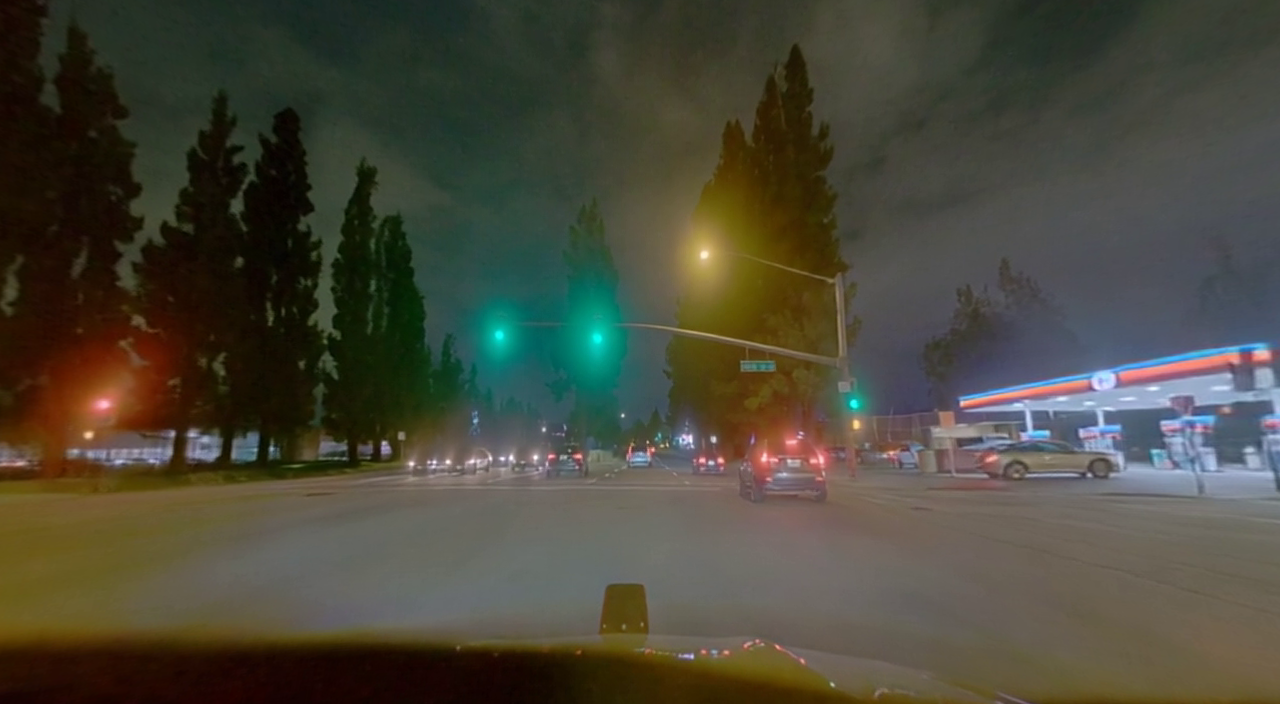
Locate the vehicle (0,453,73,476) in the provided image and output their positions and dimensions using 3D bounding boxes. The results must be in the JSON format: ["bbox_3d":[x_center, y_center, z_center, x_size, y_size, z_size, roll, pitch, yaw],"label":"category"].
[{"bbox_3d":[-45.898,8.453,47.461,2.061,1.595,4.565,0,-9,-1],"label":"vehicle"}]

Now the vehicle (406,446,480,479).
[{"bbox_3d":[-9.553,5.377,31.002,2.023,1.433,4.699,0,-8,1],"label":"vehicle"}]

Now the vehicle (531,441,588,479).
[{"bbox_3d":[-3.632,4.944,29.147,2.023,1.607,4.086,0,-8,0],"label":"vehicle"}]

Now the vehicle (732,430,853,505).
[{"bbox_3d":[3.763,2.931,16.424,2.022,1.683,4.171,0,-8,-1],"label":"vehicle"}]

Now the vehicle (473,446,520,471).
[{"bbox_3d":[-9.022,6.698,39.936,2.001,1.461,3.859,-1,-8,2],"label":"vehicle"}]

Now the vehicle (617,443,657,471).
[{"bbox_3d":[-0.156,5.937,35.804,2.104,1.477,4.591,0,-8,0],"label":"vehicle"}]

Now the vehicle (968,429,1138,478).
[{"bbox_3d":[17.875,4.420,27.535,5.585,1.866,2.607,-1,-9,-3],"label":"vehicle"}]

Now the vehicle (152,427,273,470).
[{"bbox_3d":[-33.717,7.627,49.924,7.339,3.284,2.857,0,-9,-1],"label":"vehicle"}]

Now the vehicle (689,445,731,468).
[{"bbox_3d":[4.630,6.981,42.334,2.174,1.462,4.400,0,-8,-2],"label":"vehicle"}]
